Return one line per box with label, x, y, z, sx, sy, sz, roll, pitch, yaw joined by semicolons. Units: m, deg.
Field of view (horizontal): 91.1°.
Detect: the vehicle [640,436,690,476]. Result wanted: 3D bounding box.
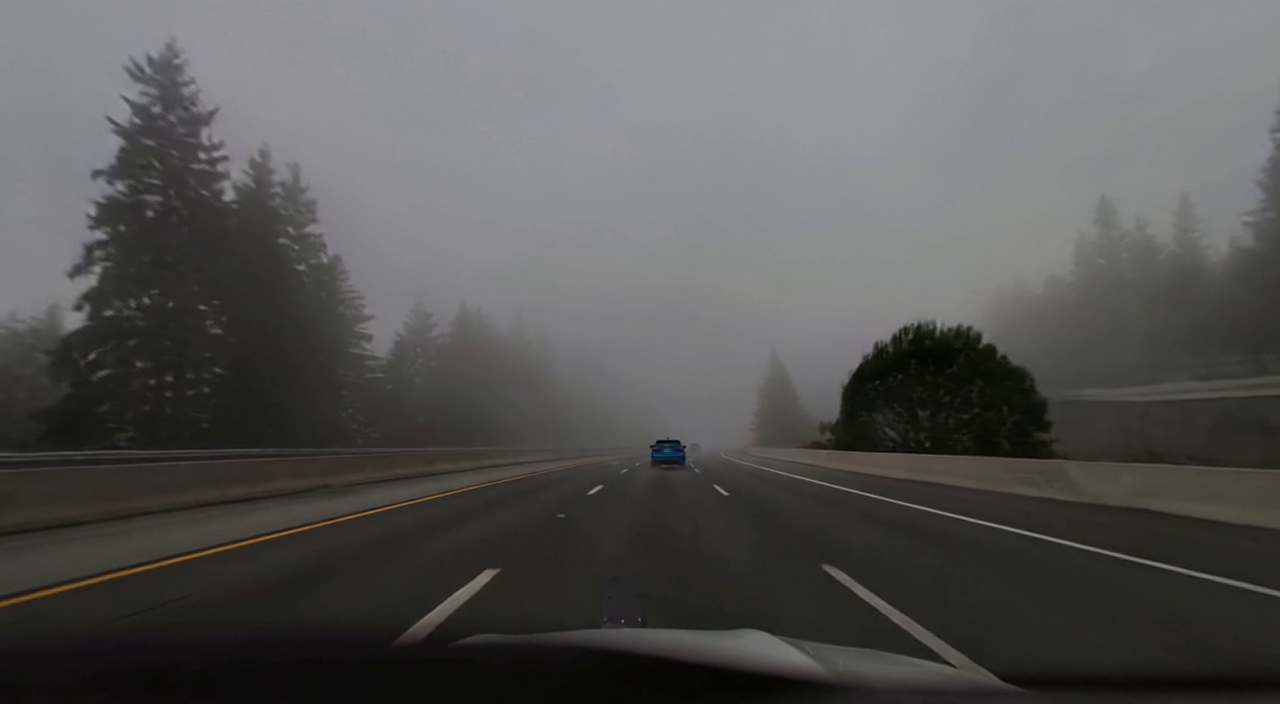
vehicle;1.168;4.815;29.321;2.133;1.686;4.203;0;-8;2
